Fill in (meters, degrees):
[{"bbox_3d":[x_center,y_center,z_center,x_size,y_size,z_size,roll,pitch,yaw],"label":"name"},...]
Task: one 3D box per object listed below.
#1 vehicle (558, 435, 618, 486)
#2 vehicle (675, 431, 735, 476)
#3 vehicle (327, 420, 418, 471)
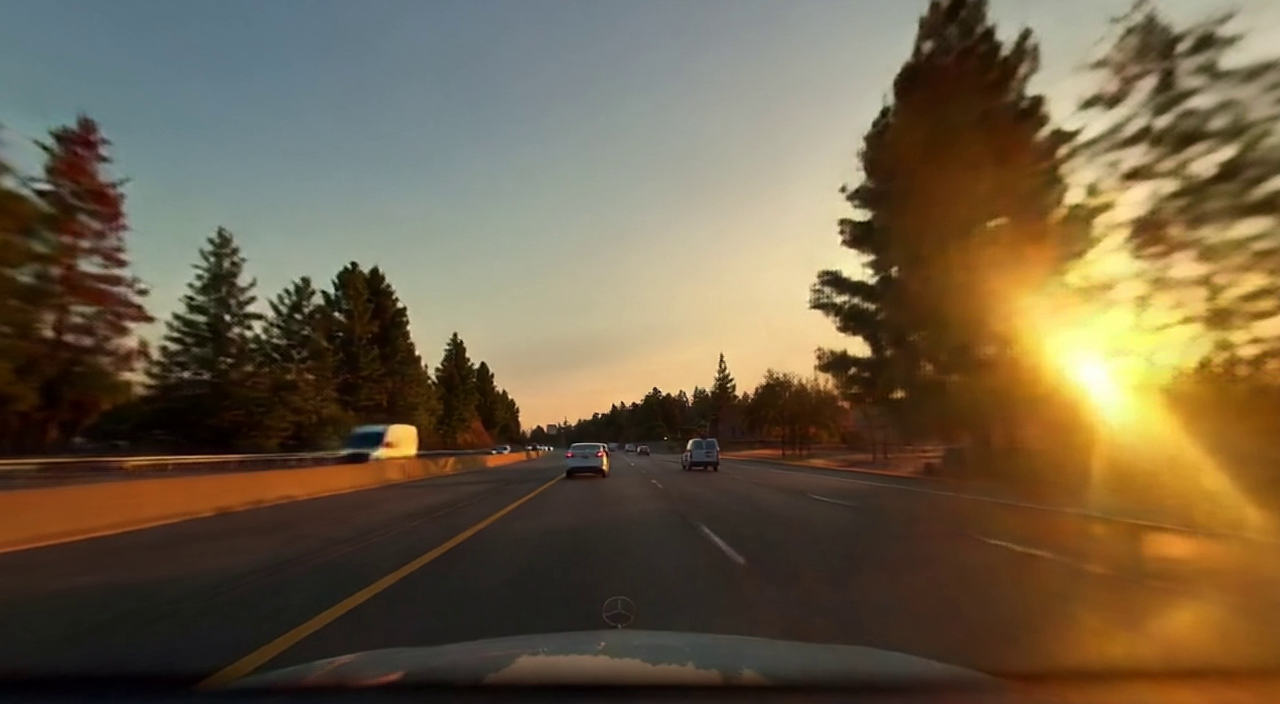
[{"bbox_3d":[-1.833,3.997,23.354,1.963,1.711,4.284,0,-9,-1],"label":"vehicle"},{"bbox_3d":[3.002,4.852,30.057,2.179,1.930,4.538,0,-9,-3],"label":"vehicle"},{"bbox_3d":[-14.756,5.252,35.122,2.445,2.526,6.227,0,-9,-2],"label":"vehicle"}]
